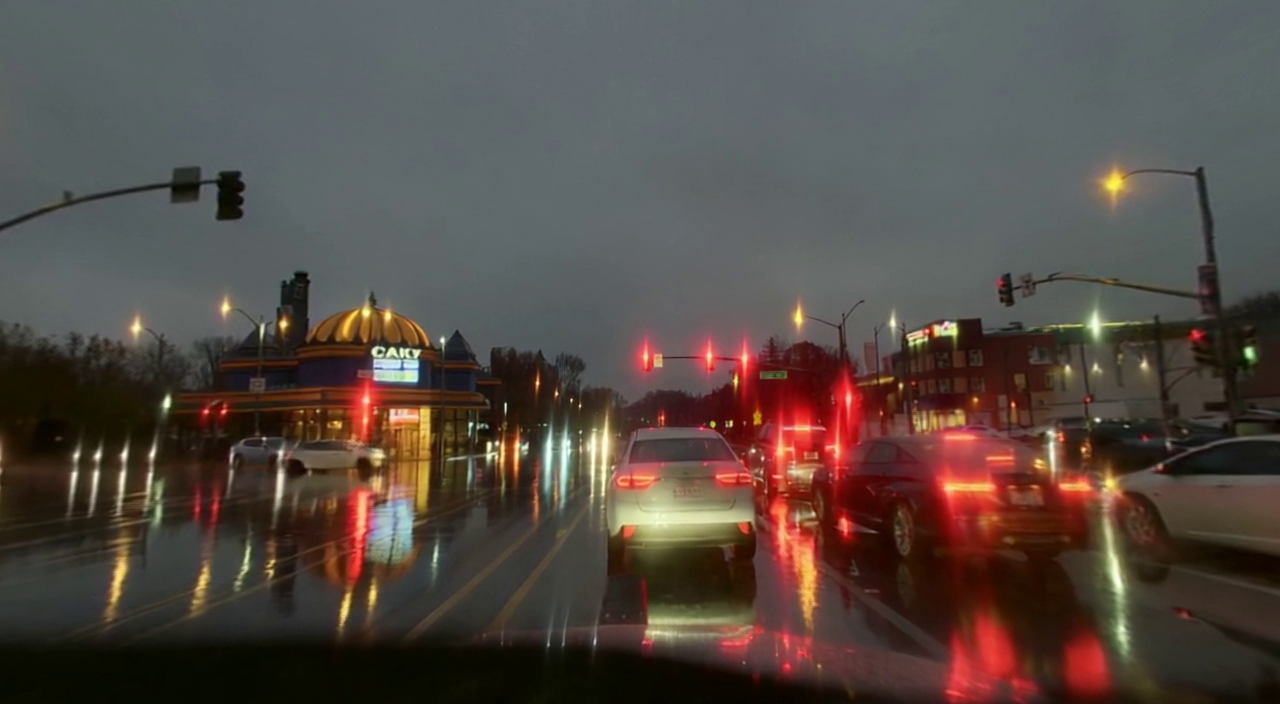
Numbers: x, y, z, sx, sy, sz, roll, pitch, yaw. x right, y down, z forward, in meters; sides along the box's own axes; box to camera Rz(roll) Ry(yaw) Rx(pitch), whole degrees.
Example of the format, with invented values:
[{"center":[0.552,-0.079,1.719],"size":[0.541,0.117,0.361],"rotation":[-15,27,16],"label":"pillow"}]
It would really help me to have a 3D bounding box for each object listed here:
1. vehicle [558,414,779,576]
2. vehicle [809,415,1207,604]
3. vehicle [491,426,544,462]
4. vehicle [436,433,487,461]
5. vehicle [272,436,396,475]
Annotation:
[{"center":[0.224,1.626,7.920],"size":[2.073,1.496,3.892],"rotation":[0,-8,-1],"label":"vehicle"},{"center":[3.524,1.574,7.295],"size":[1.883,1.480,4.489],"rotation":[0,-8,0],"label":"vehicle"},{"center":[-8.774,6.601,45.764],"size":[2.710,2.022,5.889],"rotation":[-2,-4,0],"label":"vehicle"},{"center":[-12.117,6.478,43.122],"size":[2.122,1.829,4.559],"rotation":[0,-8,0],"label":"vehicle"},{"center":[-14.120,4.820,29.446],"size":[4.833,1.701,2.077],"rotation":[2,-9,-15],"label":"vehicle"}]
